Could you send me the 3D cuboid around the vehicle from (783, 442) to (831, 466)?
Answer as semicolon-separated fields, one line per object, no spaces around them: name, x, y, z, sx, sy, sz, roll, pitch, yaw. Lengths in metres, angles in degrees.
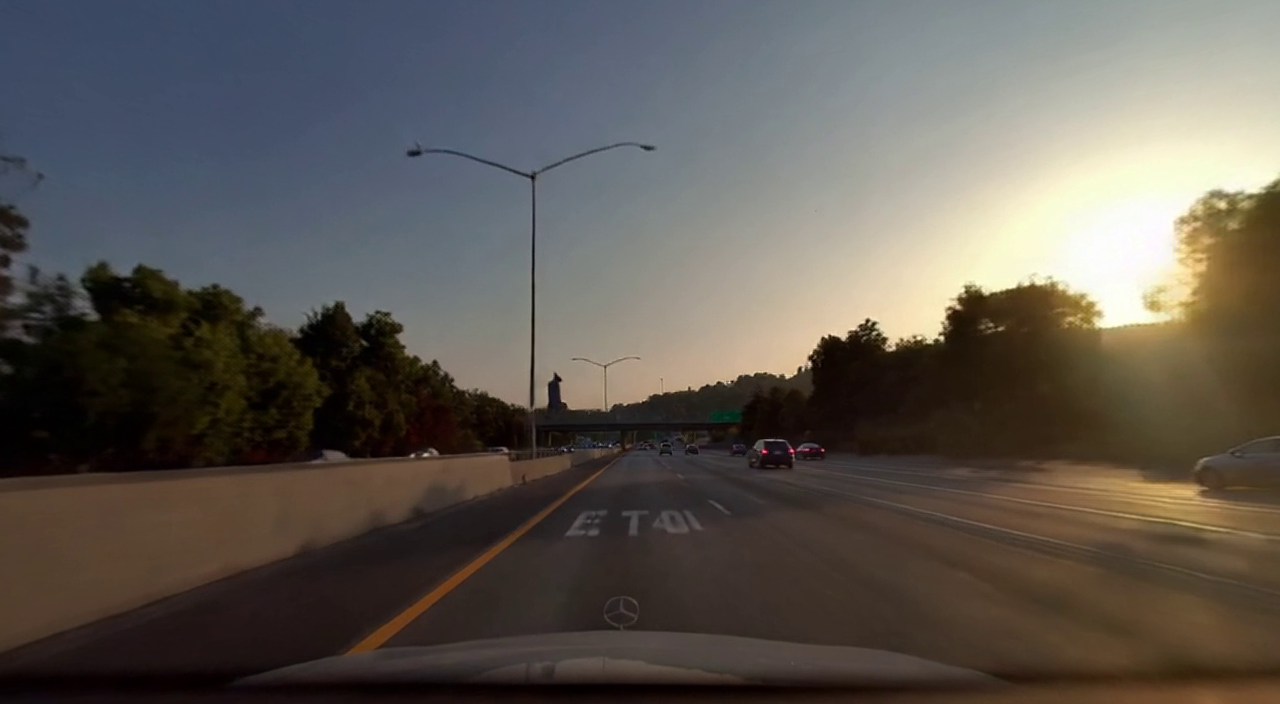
vehicle;10.859;6.684;41.447;1.931;1.479;4.183;0;-9;-1

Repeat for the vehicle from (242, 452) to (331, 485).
vehicle;-17.540;5.775;31.655;1.851;1.492;4.531;0;-9;0

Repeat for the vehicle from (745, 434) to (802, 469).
vehicle;7.370;5.551;35.335;2.098;1.820;4.505;0;-9;-2
